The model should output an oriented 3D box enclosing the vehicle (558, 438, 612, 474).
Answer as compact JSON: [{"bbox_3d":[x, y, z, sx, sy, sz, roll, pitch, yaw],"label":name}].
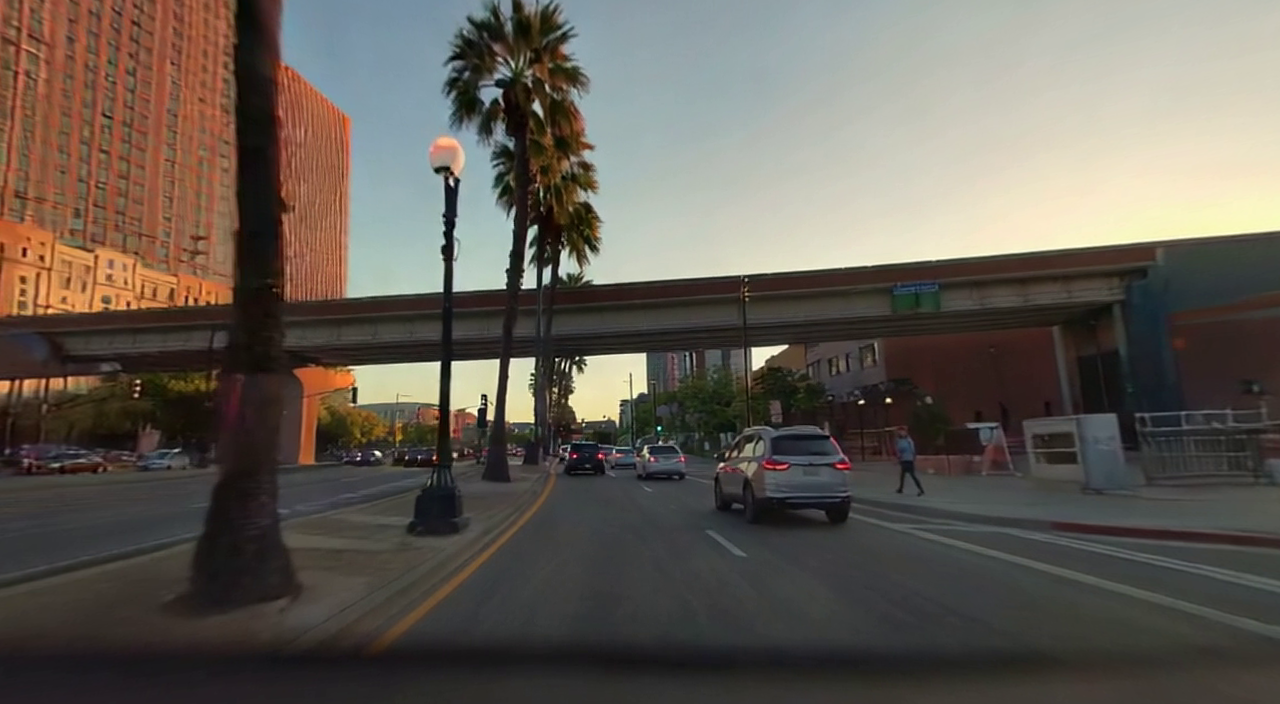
[{"bbox_3d":[-2.846,5.195,31.712,2.332,1.625,4.933,1,-9,-9],"label":"vehicle"}]

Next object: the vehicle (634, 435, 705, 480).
[{"bbox_3d":[1.108,4.400,26.585,2.214,1.711,4.474,1,-9,-7],"label":"vehicle"}]

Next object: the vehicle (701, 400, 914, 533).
[{"bbox_3d":[2.799,2.117,12.214,2.407,1.991,5.130,0,-9,-4],"label":"vehicle"}]
